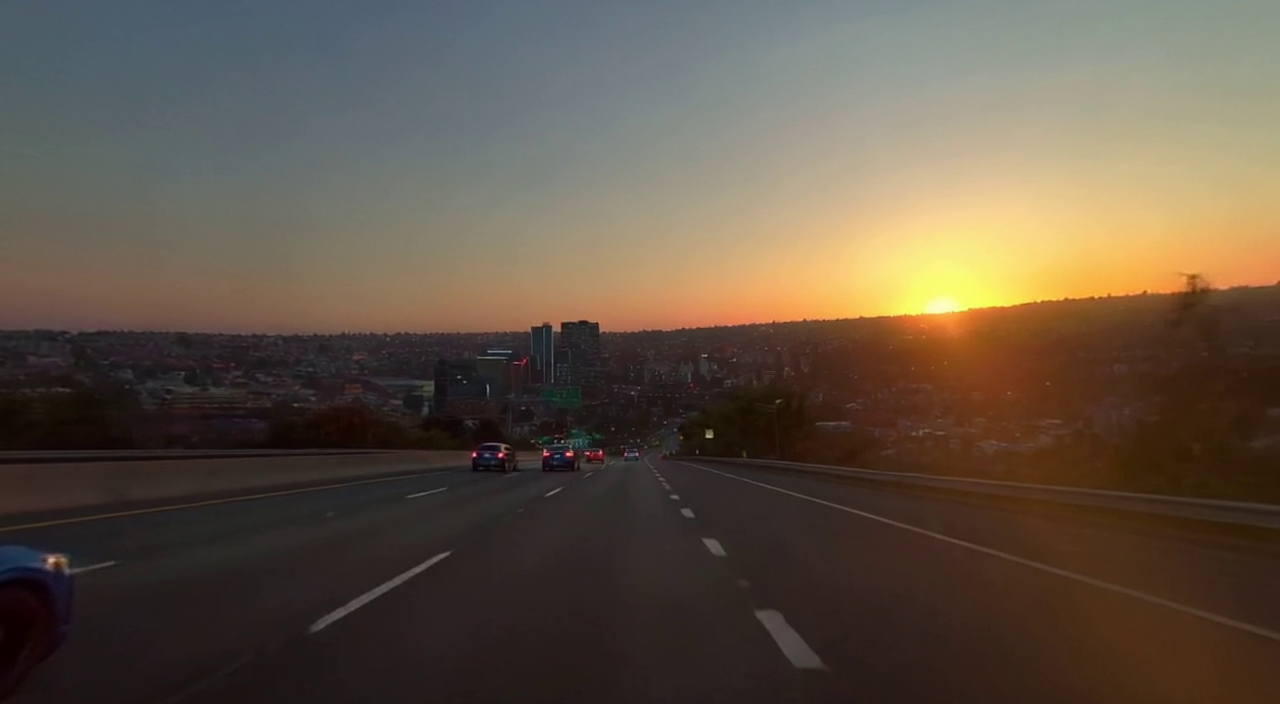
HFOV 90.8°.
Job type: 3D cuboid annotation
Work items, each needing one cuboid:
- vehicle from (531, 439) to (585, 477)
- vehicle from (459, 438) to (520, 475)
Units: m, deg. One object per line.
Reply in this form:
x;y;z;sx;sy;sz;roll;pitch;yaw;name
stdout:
-3.978;5.218;31.279;2.075;1.702;4.257;0;-9;1;vehicle
-7.890;5.535;33.635;2.040;1.824;4.917;0;-9;0;vehicle
